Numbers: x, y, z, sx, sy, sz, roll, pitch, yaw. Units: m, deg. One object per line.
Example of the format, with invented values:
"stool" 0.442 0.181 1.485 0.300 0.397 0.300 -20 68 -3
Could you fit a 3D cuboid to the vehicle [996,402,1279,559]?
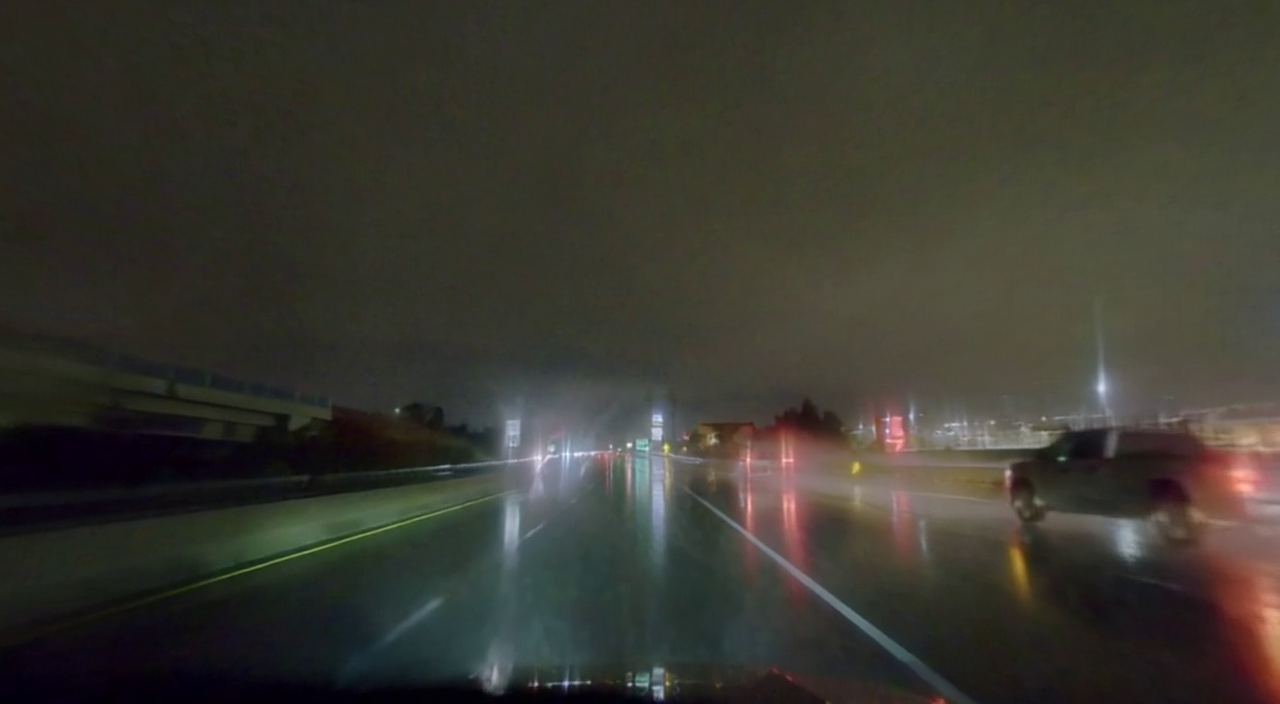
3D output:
"vehicle" 15.045 3.566 18.684 3.233 3.414 9.483 0 -9 -1
